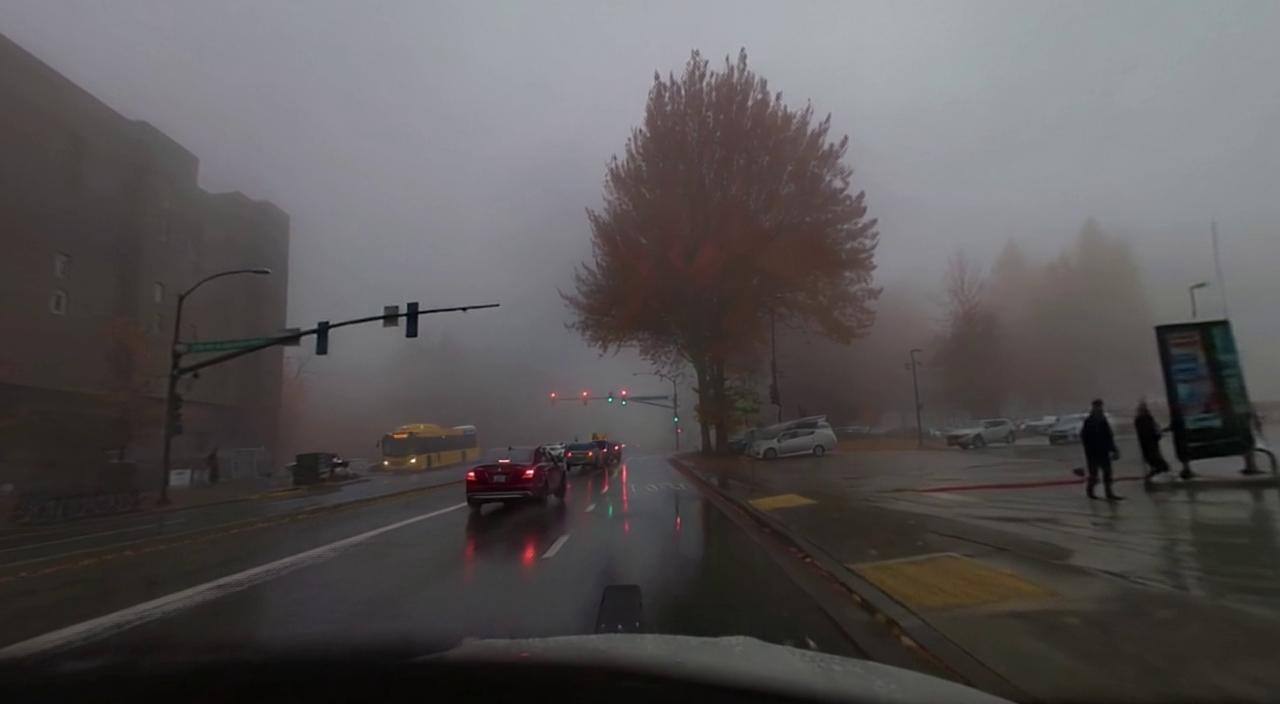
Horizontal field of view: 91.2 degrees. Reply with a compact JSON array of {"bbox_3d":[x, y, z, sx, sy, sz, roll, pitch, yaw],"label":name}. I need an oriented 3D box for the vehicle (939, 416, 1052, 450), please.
[{"bbox_3d":[16.729,3.862,29.640,4.064,1.507,2.078,0,-9,1],"label":"vehicle"}]

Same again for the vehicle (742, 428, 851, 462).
[{"bbox_3d":[7.808,4.704,31.692,4.894,1.451,2.089,-3,-8,1],"label":"vehicle"}]

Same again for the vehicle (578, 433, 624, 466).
[{"bbox_3d":[-2.143,5.589,35.850,2.365,1.751,3.904,0,-9,0],"label":"vehicle"}]

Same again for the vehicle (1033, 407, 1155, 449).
[{"bbox_3d":[21.270,3.595,29.473,4.172,1.687,1.773,-4,-8,0],"label":"vehicle"}]

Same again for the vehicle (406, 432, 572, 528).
[{"bbox_3d":[-2.613,2.343,12.003,2.092,1.507,4.078,0,-9,1],"label":"vehicle"}]
